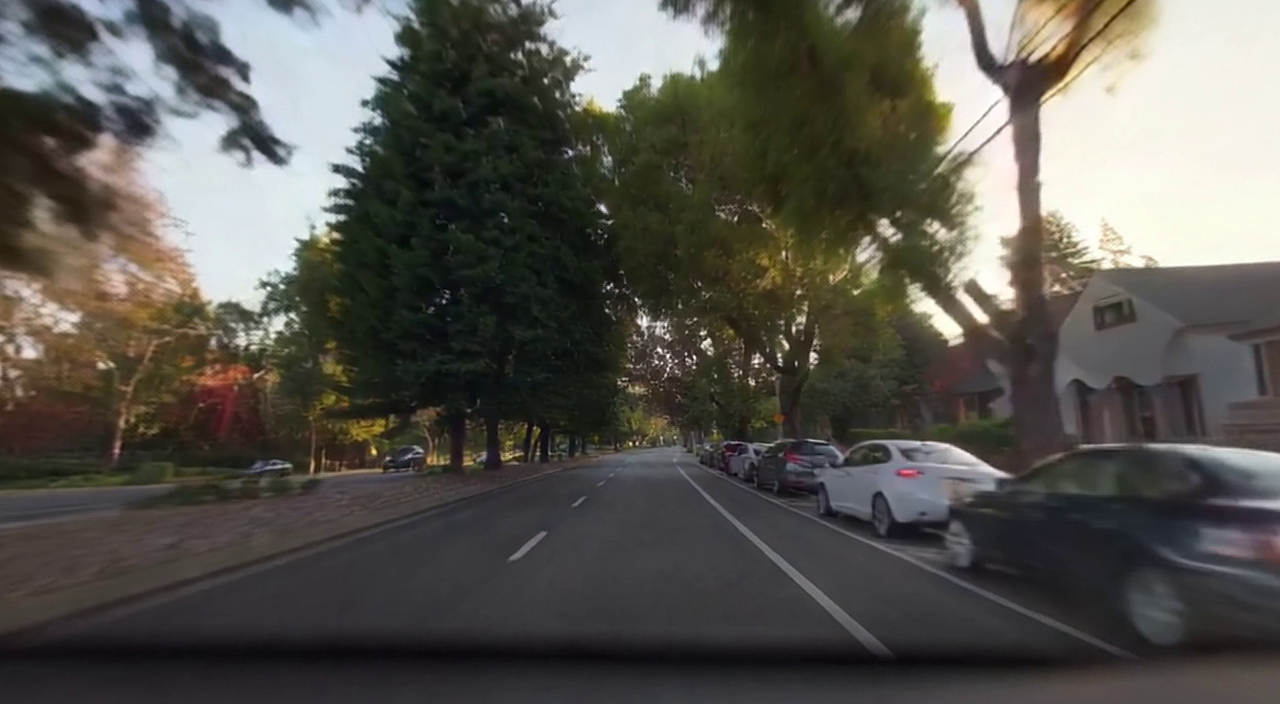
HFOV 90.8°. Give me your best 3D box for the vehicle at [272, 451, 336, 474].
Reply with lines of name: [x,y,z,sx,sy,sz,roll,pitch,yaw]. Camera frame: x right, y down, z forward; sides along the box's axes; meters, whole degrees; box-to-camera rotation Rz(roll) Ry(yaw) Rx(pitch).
vehicle: [-22.769,7.499,43.005,1.805,1.446,4.556,0,-9,0]

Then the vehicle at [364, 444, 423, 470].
vehicle: [-15.826,6.759,40.835,1.973,1.522,4.188,-1,-9,3]

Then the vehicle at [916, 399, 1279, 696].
vehicle: [4.252,1.254,4.904,1.927,1.517,4.981,0,-8,-1]

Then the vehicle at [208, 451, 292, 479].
vehicle: [-22.945,6.651,37.435,1.931,1.500,4.688,0,-9,1]
